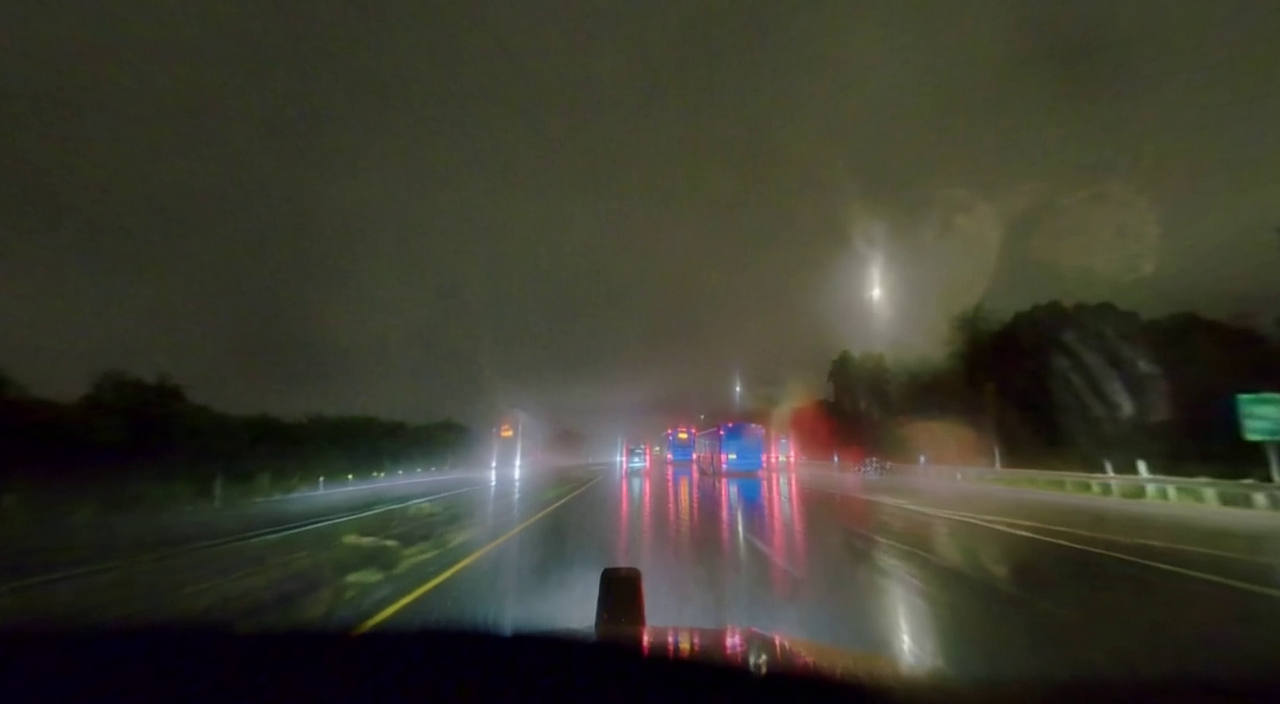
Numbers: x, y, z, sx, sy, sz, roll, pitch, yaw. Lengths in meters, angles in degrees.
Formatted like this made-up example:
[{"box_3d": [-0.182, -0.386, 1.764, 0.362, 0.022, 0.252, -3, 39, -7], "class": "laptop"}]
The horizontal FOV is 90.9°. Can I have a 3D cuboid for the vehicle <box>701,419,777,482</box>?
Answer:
[{"box_3d": [4.354, 4.507, 28.888, 2.440, 2.555, 5.957, 0, -9, 0], "class": "vehicle"}]

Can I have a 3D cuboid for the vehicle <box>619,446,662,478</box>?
[{"box_3d": [0.017, 5.387, 30.999, 2.004, 1.449, 3.817, 0, -9, 0], "class": "vehicle"}]
